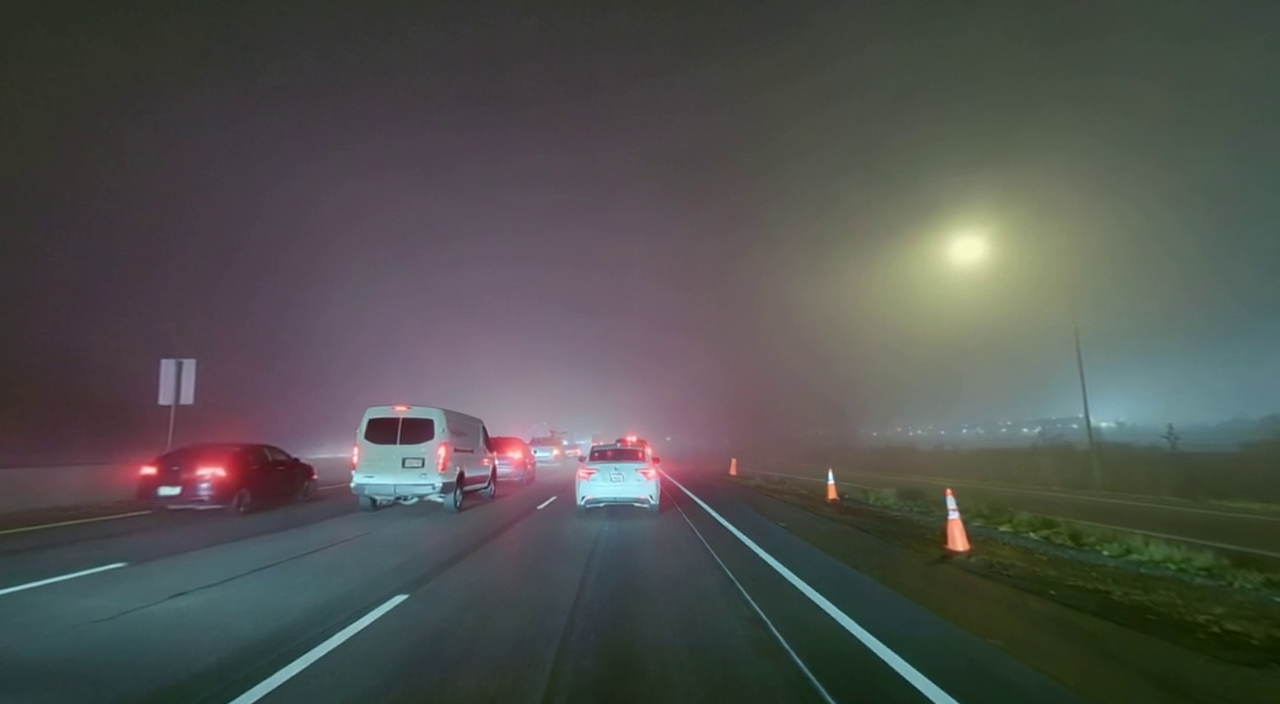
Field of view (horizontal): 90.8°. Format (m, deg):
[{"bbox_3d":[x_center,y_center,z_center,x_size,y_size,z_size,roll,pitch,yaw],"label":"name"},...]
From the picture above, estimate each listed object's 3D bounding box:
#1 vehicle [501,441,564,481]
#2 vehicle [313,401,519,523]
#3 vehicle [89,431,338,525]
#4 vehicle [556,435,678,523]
[{"bbox_3d":[-4.224,4.310,25.341,1.824,1.459,4.007,0,-9,0],"label":"vehicle"},{"bbox_3d":[-4.275,2.262,13.455,2.324,2.012,5.740,0,-9,-1],"label":"vehicle"},{"bbox_3d":[-7.974,2.369,12.462,1.930,1.506,4.279,0,-9,0],"label":"vehicle"},{"bbox_3d":[-0.434,2.466,12.815,2.069,1.484,3.918,0,-8,-1],"label":"vehicle"}]
